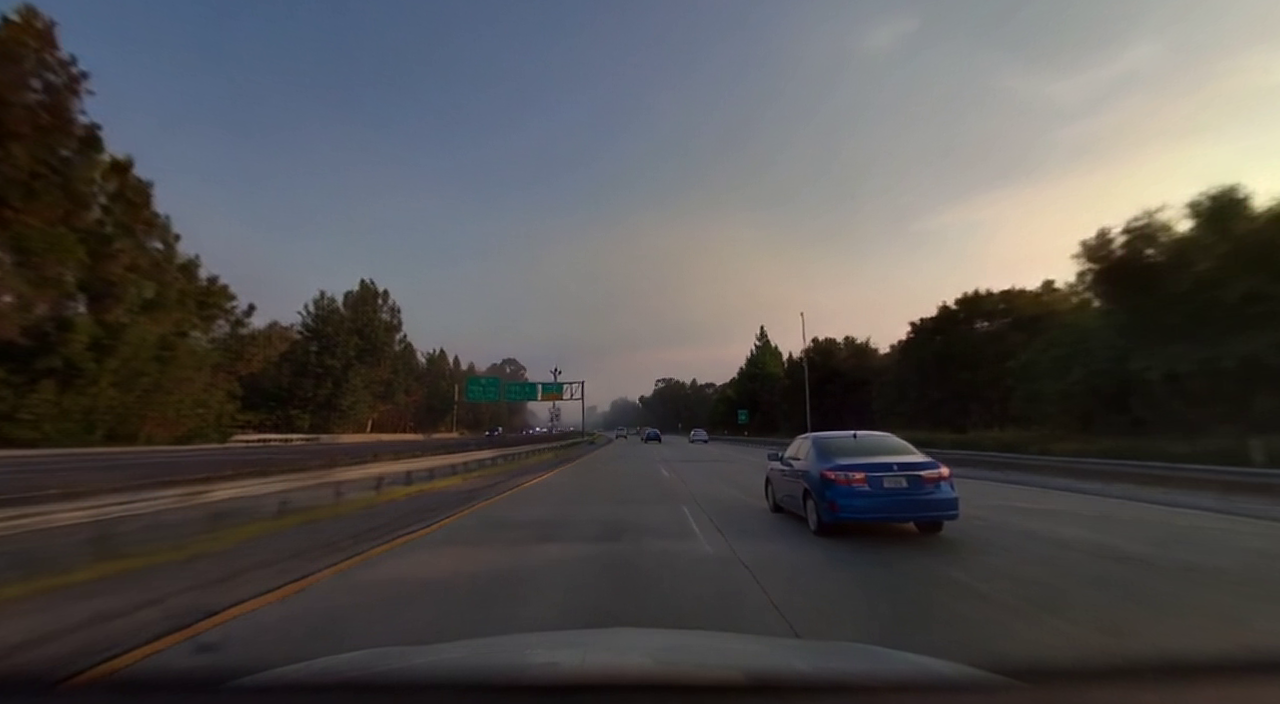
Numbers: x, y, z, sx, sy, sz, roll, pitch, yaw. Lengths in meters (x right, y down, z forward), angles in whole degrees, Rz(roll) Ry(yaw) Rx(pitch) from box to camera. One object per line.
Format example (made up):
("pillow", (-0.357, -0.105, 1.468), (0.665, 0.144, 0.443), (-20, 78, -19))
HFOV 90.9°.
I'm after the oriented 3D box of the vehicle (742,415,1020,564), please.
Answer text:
("vehicle", (2.708, 1.634, 8.334), (1.977, 1.443, 4.225), (0, -8, -1))
